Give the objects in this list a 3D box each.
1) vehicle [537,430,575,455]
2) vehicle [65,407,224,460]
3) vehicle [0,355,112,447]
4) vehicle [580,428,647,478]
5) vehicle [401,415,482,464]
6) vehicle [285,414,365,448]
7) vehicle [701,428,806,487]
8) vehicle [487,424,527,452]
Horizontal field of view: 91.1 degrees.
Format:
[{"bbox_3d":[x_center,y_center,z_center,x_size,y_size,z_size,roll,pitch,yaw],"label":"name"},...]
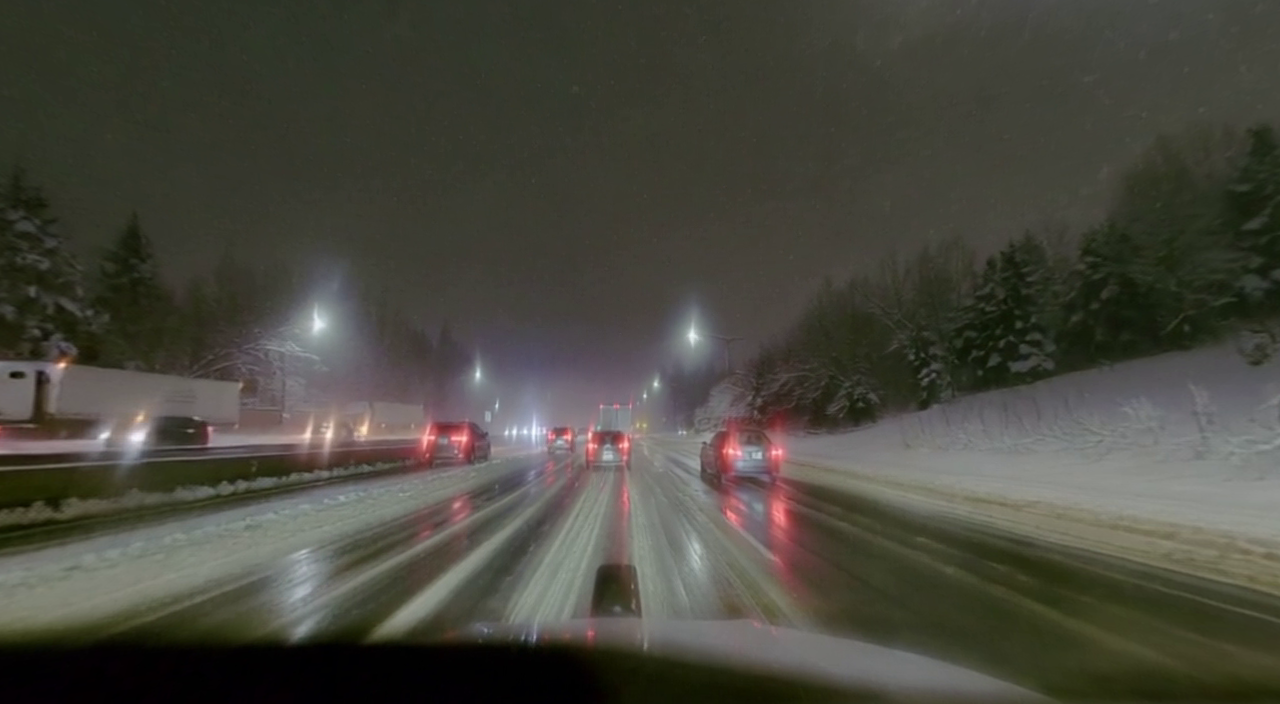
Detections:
[{"bbox_3d":[-5.342,5.818,40.508,2.046,1.493,4.384,0,-8,-2],"label":"vehicle"},{"bbox_3d":[-15.543,2.615,20.052,1.903,1.506,3.980,0,-8,-2],"label":"vehicle"},{"bbox_3d":[-28.237,2.392,28.999,2.908,3.868,5.411,1,-8,-3],"label":"vehicle"},{"bbox_3d":[-0.861,3.251,20.632,1.980,1.478,3.758,0,-8,-2],"label":"vehicle"},{"bbox_3d":[-8.713,3.883,28.048,2.158,1.943,4.662,0,-8,-1],"label":"vehicle"},{"bbox_3d":[-15.786,4.009,31.766,1.993,1.617,4.277,0,-8,-3],"label":"vehicle"},{"bbox_3d":[3.107,2.978,18.233,1.981,1.474,4.396,0,-8,-4],"label":"vehicle"},{"bbox_3d":[-9.453,6.153,44.977,1.992,1.838,4.493,0,-8,-2],"label":"vehicle"}]
